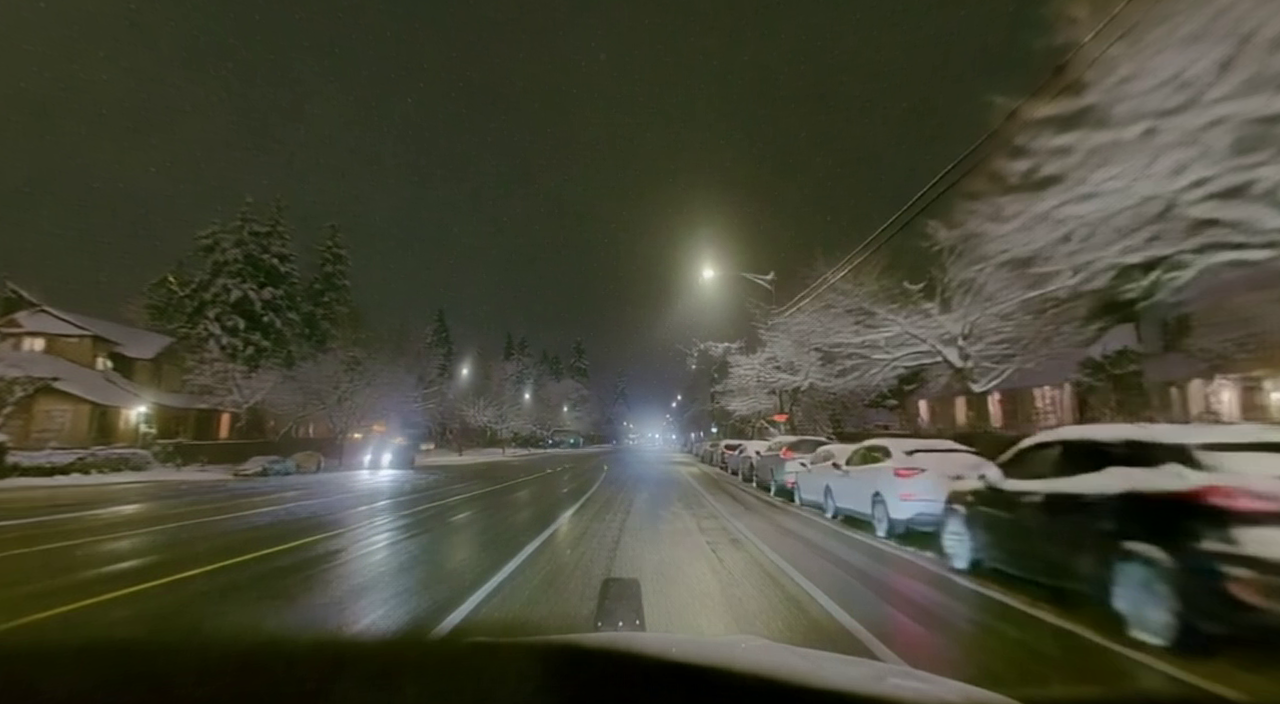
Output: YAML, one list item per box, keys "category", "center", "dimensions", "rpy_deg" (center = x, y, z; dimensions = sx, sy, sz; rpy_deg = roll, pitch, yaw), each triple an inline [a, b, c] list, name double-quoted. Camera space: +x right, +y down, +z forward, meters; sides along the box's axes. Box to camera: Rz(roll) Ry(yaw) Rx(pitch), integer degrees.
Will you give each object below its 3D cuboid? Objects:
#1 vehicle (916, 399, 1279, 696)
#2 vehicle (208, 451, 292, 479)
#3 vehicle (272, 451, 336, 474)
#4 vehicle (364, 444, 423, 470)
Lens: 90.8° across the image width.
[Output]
- category: "vehicle"
  center: [4.252, 1.254, 4.904]
  dimensions: [1.927, 1.517, 4.981]
  rpy_deg: [0, -8, -1]
- category: "vehicle"
  center: [-22.945, 6.651, 37.435]
  dimensions: [1.931, 1.500, 4.688]
  rpy_deg: [0, -9, 1]
- category: "vehicle"
  center: [-22.769, 7.499, 43.005]
  dimensions: [1.805, 1.446, 4.556]
  rpy_deg: [0, -9, 0]
- category: "vehicle"
  center: [-15.826, 6.759, 40.835]
  dimensions: [1.973, 1.522, 4.188]
  rpy_deg: [-1, -9, 3]
